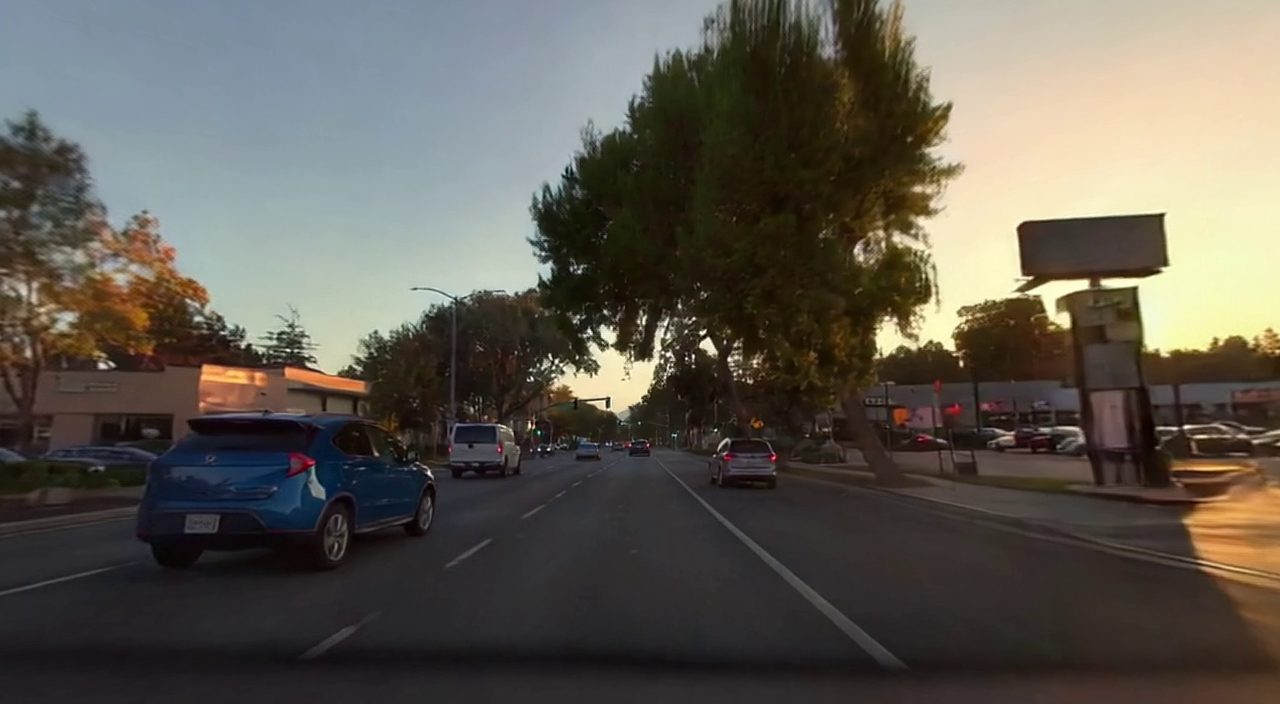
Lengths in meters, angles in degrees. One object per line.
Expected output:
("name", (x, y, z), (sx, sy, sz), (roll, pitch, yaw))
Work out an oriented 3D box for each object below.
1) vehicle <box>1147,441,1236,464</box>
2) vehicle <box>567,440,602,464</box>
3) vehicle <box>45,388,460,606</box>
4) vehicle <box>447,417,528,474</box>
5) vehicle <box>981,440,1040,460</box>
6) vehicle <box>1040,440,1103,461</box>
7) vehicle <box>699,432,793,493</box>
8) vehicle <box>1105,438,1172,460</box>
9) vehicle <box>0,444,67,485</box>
("vehicle", (43.209, 7.878, 49.543), (1.980, 1.596, 5.674), (-1, -8, 1))
("vehicle", (-4.091, 7.519, 47.320), (2.133, 1.677, 4.727), (0, -9, 0))
("vehicle", (-3.756, 1.495, 7.311), (2.038, 1.748, 4.303), (0, -9, 0))
("vehicle", (-7.648, 4.831, 32.444), (2.863, 2.592, 6.410), (1, -9, -3))
("vehicle", (28.095, 7.434, 47.886), (1.760, 1.431, 4.343), (0, -9, -2))
("vehicle", (33.200, 7.611, 48.576), (1.817, 1.503, 4.238), (0, -9, -1))
("vehicle", (3.375, 3.648, 21.150), (2.167, 1.792, 4.835), (1, -9, -2))
("vehicle", (38.142, 7.434, 48.286), (1.812, 1.641, 3.875), (1, -9, -3))
("vehicle", (-29.963, 5.255, 29.551), (4.126, 1.850, 1.972), (0, -9, 2))
